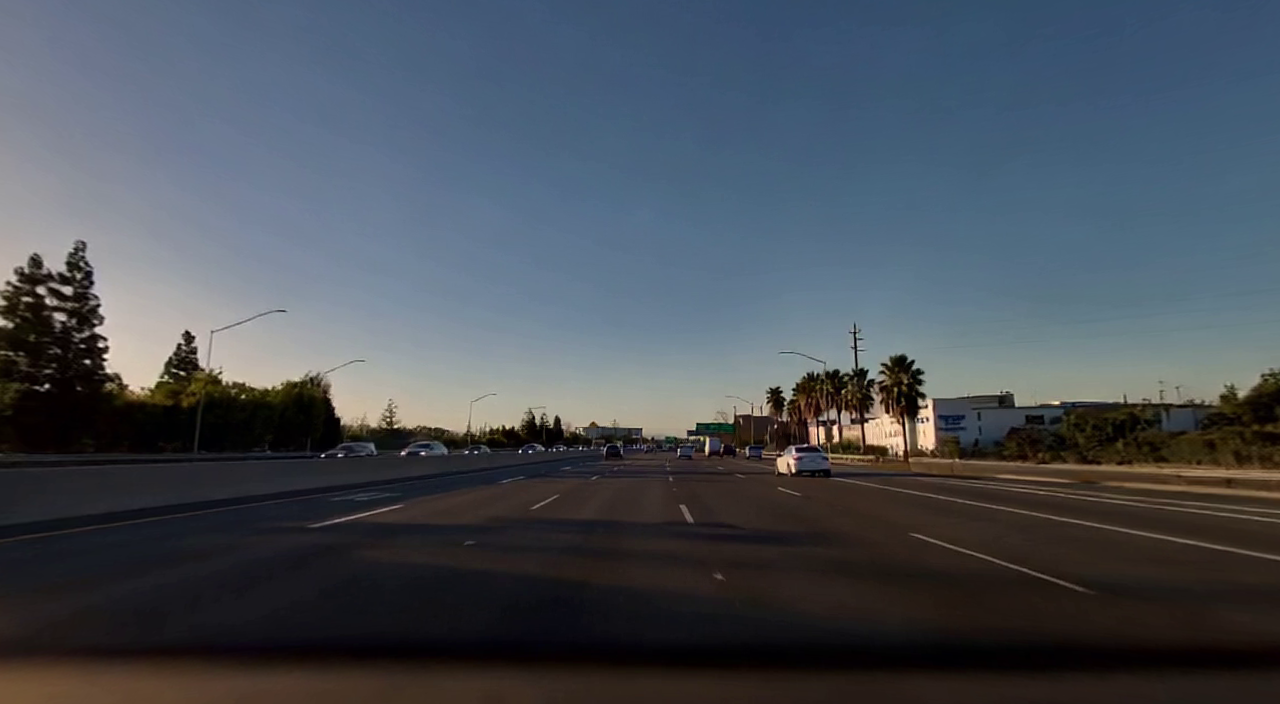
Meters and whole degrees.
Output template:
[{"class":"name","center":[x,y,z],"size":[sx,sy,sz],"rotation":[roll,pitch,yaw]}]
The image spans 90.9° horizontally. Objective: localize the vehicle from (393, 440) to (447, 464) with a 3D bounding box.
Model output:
[{"class":"vehicle","center":[-15.320,6.988,44.165],"size":[1.926,1.595,4.540],"rotation":[-1,-8,3]}]

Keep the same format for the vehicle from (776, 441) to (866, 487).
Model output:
[{"class":"vehicle","center":[6.668,4.172,23.845],"size":[2.071,1.543,4.702],"rotation":[0,-8,1]}]
